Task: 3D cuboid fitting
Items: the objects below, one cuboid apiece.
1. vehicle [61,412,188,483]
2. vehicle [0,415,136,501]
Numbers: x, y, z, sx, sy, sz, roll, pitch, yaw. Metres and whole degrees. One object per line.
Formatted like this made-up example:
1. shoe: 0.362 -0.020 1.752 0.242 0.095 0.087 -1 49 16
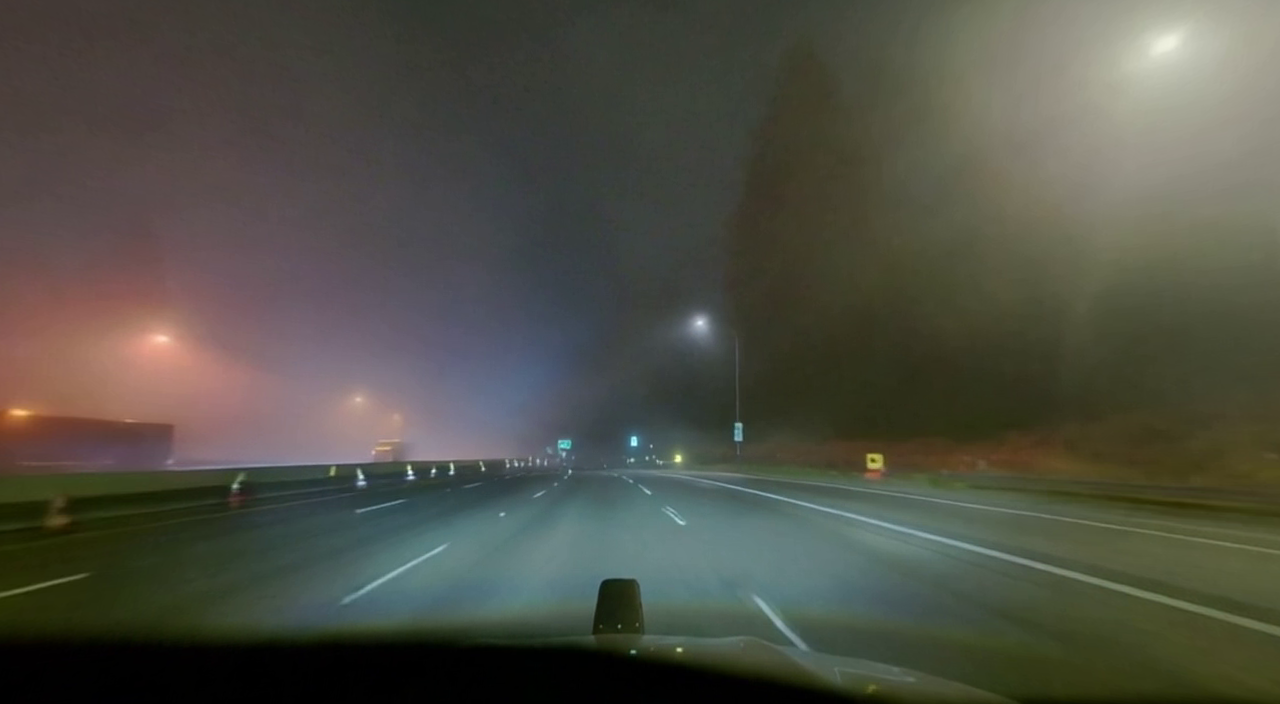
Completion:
1. vehicle: -18.470 3.442 22.758 1.996 2.393 2.954 0 -9 -2
2. vehicle: -18.012 2.889 17.627 2.450 2.180 6.404 6 -11 -2
